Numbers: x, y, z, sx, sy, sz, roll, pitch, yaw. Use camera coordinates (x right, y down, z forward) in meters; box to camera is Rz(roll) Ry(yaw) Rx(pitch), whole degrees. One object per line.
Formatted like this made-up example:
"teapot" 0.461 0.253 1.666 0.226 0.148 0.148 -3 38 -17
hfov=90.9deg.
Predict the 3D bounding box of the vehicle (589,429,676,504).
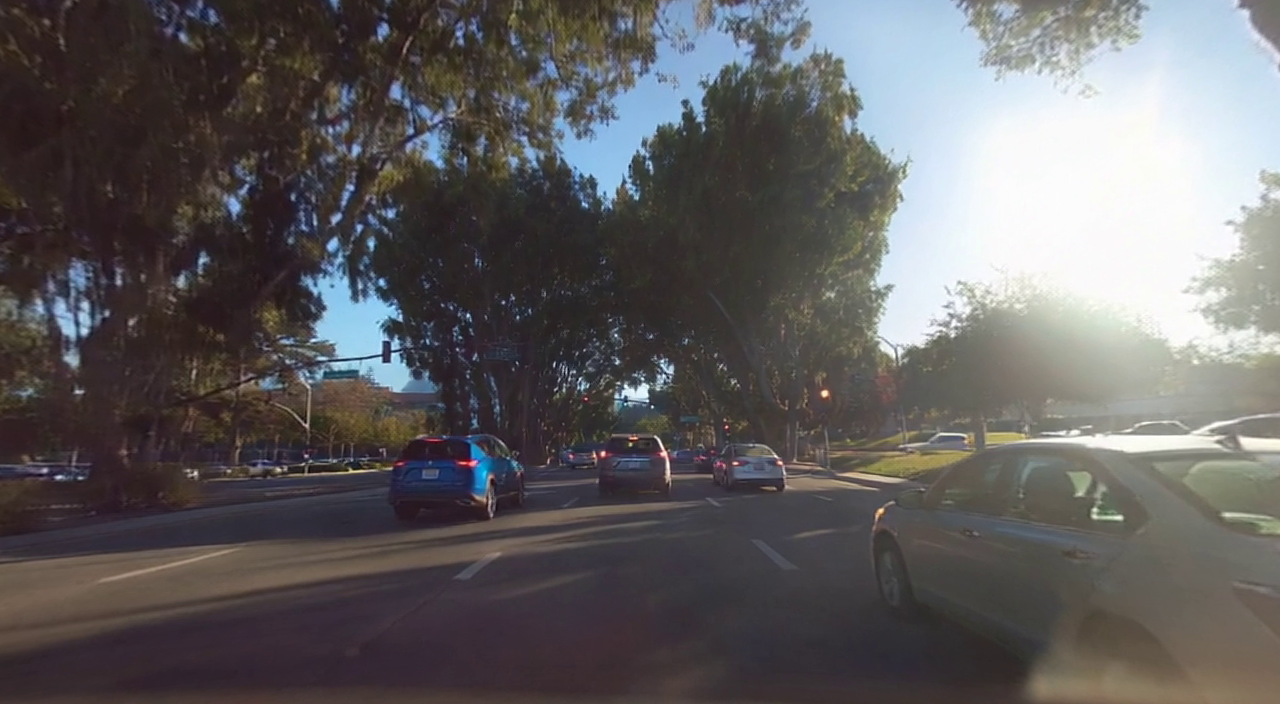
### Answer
"vehicle" -0.194 3.132 17.685 2.132 1.816 4.471 0 -8 0

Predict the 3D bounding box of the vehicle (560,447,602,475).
"vehicle" -3.343 6.282 36.449 1.897 1.479 4.204 0 -8 1

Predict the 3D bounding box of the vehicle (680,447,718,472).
"vehicle" 3.807 6.972 41.109 1.996 1.443 4.270 0 -8 -1

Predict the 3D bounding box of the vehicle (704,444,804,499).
"vehicle" 3.357 3.606 19.570 2.036 1.480 4.659 0 -8 -3

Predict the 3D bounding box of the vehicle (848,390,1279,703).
"vehicle" 3.011 1.139 3.809 1.976 1.491 4.427 0 -8 0

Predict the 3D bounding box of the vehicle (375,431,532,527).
"vehicle" -3.748 2.625 13.619 2.039 1.709 4.265 0 -8 1

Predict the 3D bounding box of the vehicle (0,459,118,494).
"vehicle" -34.016 7.203 36.538 5.352 1.850 2.276 0 -8 -2
